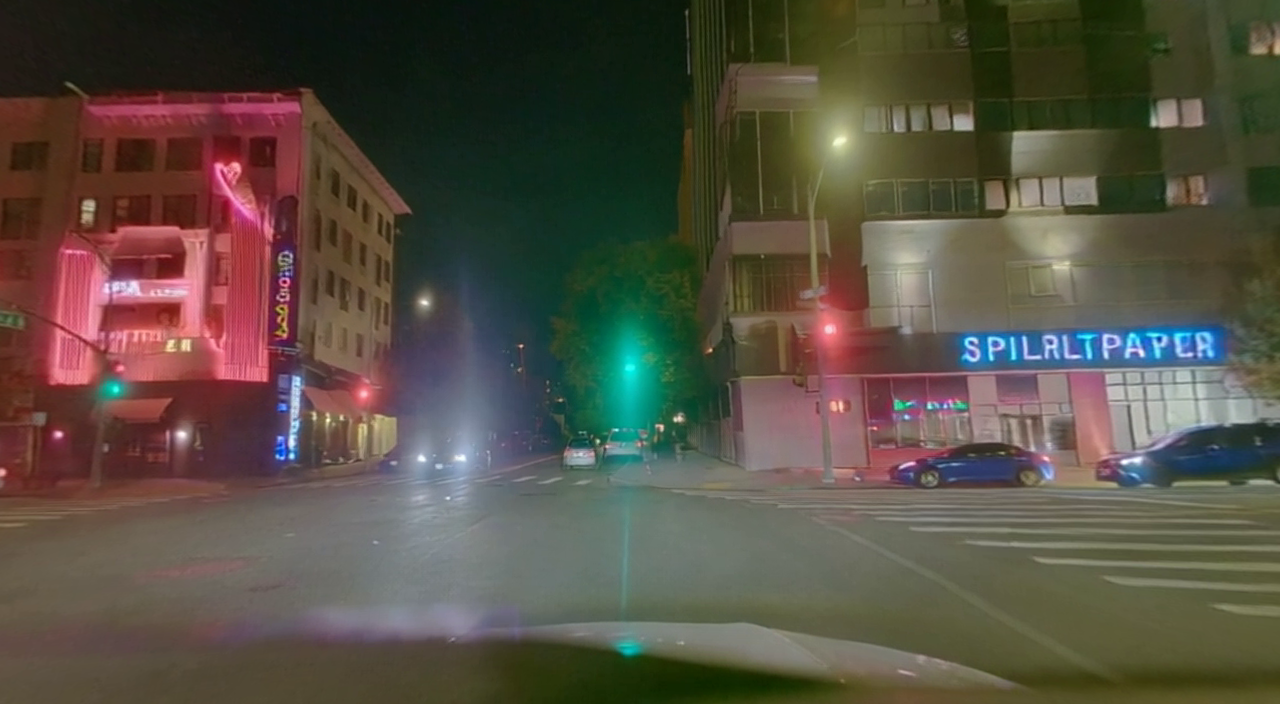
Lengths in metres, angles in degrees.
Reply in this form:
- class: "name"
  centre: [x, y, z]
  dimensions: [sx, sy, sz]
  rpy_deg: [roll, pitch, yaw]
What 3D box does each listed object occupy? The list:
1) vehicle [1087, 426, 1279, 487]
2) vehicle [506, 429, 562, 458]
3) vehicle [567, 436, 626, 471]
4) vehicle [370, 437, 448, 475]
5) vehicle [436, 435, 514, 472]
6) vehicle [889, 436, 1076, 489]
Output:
- class: "vehicle"
  centre: [16.310, 2.961, 17.959]
  dimensions: [5.420, 1.609, 2.063]
  rpy_deg: [-1, -8, 6]
- class: "vehicle"
  centre: [-6.600, 5.766, 39.855]
  dimensions: [2.181, 1.723, 4.692]
  rpy_deg: [-1, -8, 7]
- class: "vehicle"
  centre: [-1.933, 4.693, 29.439]
  dimensions: [1.892, 1.481, 4.365]
  rpy_deg: [-1, -8, 8]
- class: "vehicle"
  centre: [-11.665, 5.224, 32.179]
  dimensions: [1.933, 1.461, 4.393]
  rpy_deg: [-5, -6, 5]
- class: "vehicle"
  centre: [-7.183, 4.476, 28.020]
  dimensions: [2.119, 1.485, 4.472]
  rpy_deg: [-1, -8, 2]
- class: "vehicle"
  centre: [9.982, 3.264, 18.732]
  dimensions: [4.426, 1.446, 1.795]
  rpy_deg: [-1, -8, 6]
